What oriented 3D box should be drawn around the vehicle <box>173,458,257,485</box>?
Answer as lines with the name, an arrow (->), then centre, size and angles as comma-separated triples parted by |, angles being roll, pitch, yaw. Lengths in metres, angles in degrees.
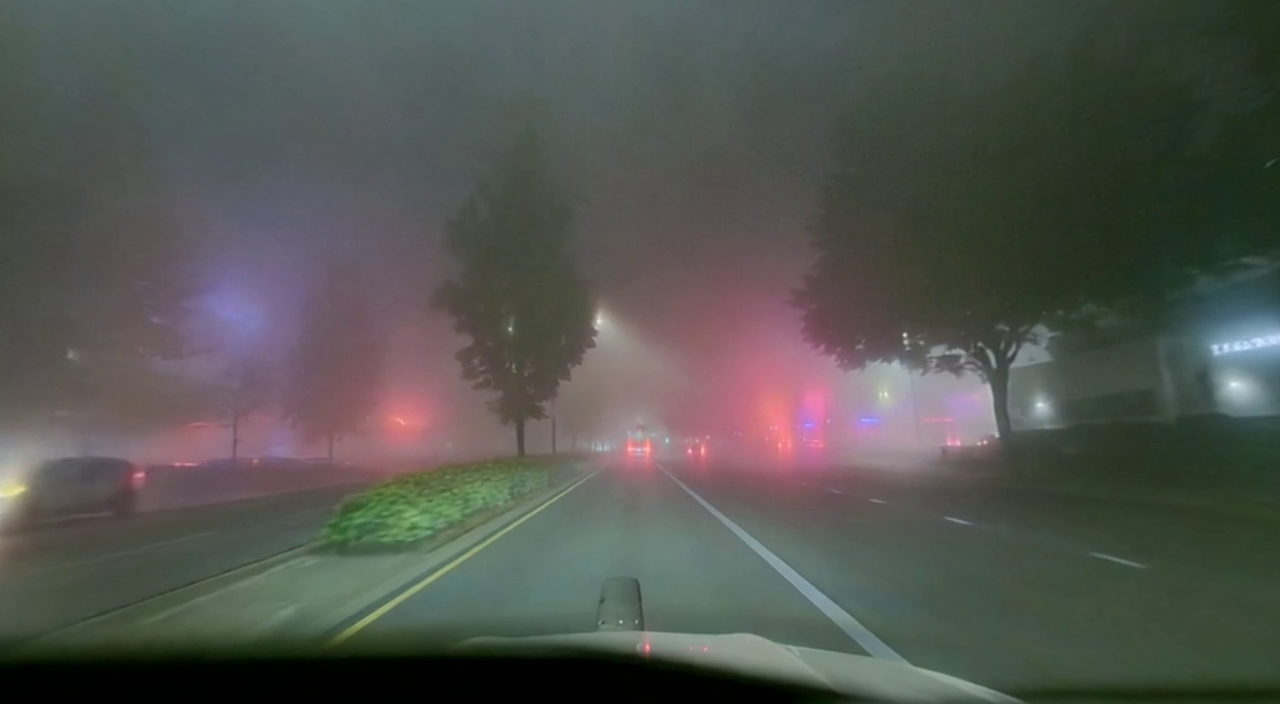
vehicle -> -26.298, 7.371, 39.329 | 1.815, 1.470, 4.581 | -1, -8, 4

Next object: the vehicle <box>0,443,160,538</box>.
vehicle -> -13.045, 2.862, 13.533 | 1.953, 1.778, 4.482 | -1, -8, 0

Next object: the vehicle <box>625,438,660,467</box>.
vehicle -> 0.131, 6.315, 39.863 | 2.100, 1.683, 4.231 | 0, -8, 0

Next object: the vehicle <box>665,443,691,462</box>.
vehicle -> 2.939, 7.834, 49.427 | 1.685, 1.441, 3.795 | 0, -8, -1

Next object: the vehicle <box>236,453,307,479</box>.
vehicle -> -25.755, 7.978, 44.399 | 2.051, 1.644, 4.674 | -1, -8, 1
